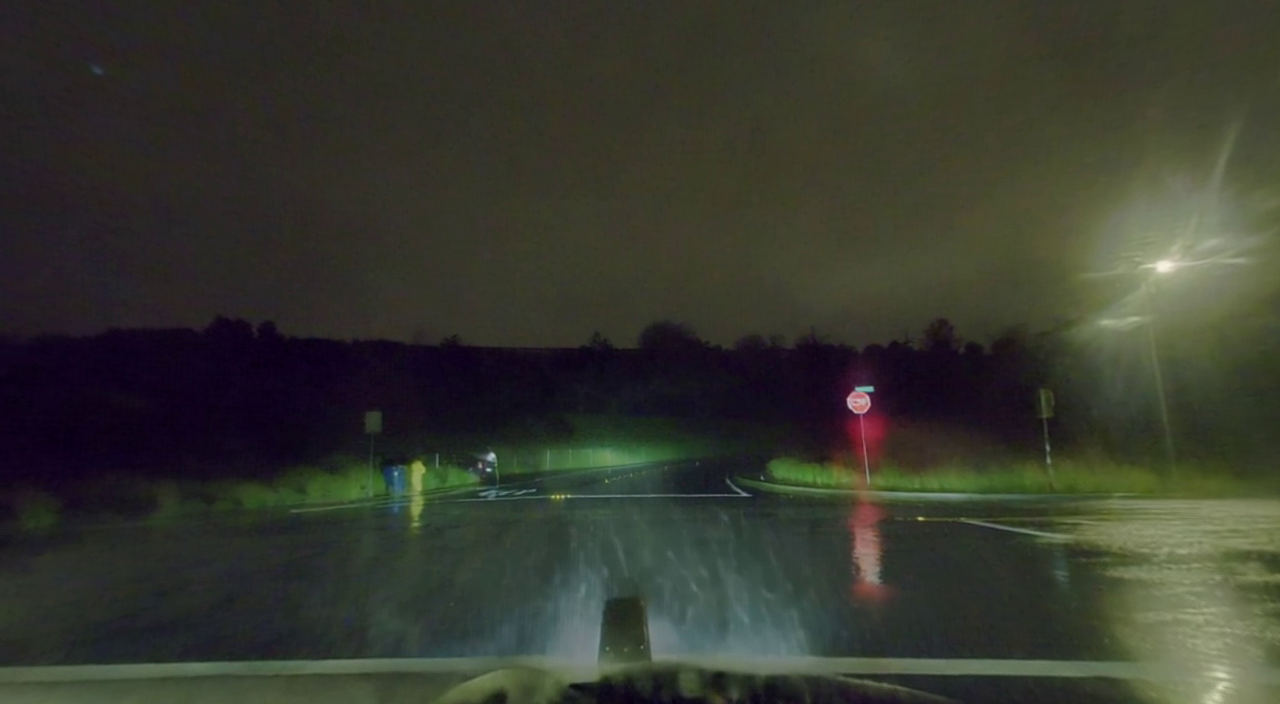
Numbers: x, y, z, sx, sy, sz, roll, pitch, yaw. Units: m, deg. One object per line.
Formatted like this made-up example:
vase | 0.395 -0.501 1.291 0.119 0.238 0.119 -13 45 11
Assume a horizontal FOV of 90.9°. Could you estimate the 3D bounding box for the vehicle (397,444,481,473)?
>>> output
vehicle | -12.665 6.725 39.919 4.590 1.735 1.973 0 -9 3
